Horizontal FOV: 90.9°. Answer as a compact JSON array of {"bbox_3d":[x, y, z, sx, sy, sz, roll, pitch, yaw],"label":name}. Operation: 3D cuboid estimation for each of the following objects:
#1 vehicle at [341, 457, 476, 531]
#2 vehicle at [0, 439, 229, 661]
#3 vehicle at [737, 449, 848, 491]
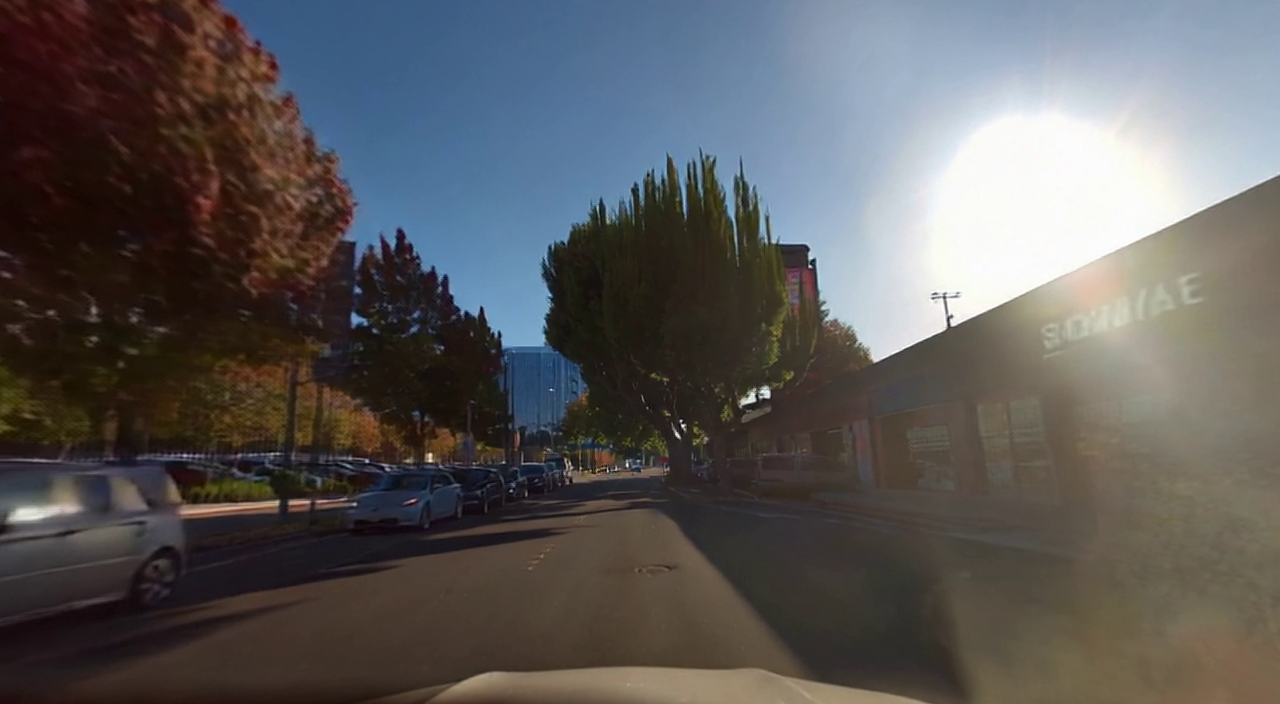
[{"bbox_3d":[-5.792,3.628,16.455,1.832,1.623,4.424,1,-11,0],"label":"vehicle"},{"bbox_3d":[-5.826,1.618,5.366,1.777,1.687,4.116,0,-11,0],"label":"vehicle"},{"bbox_3d":[6.385,5.030,26.793,4.193,1.665,1.924,1,-11,-2],"label":"vehicle"}]
